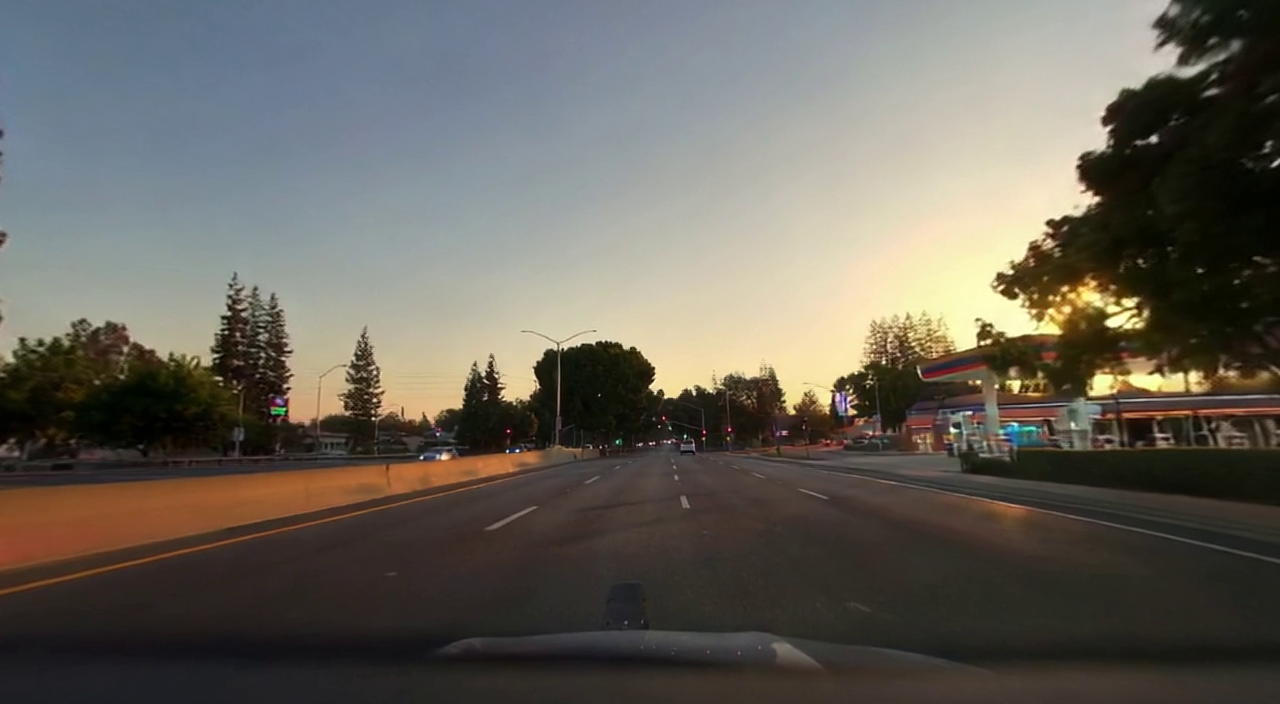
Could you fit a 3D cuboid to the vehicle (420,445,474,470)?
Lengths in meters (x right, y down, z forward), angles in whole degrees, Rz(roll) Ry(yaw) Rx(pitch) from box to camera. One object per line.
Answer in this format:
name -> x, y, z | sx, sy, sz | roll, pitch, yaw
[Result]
vehicle -> -12.996, 7.117, 42.700 | 1.927, 1.526, 4.245 | -1, -9, 5
